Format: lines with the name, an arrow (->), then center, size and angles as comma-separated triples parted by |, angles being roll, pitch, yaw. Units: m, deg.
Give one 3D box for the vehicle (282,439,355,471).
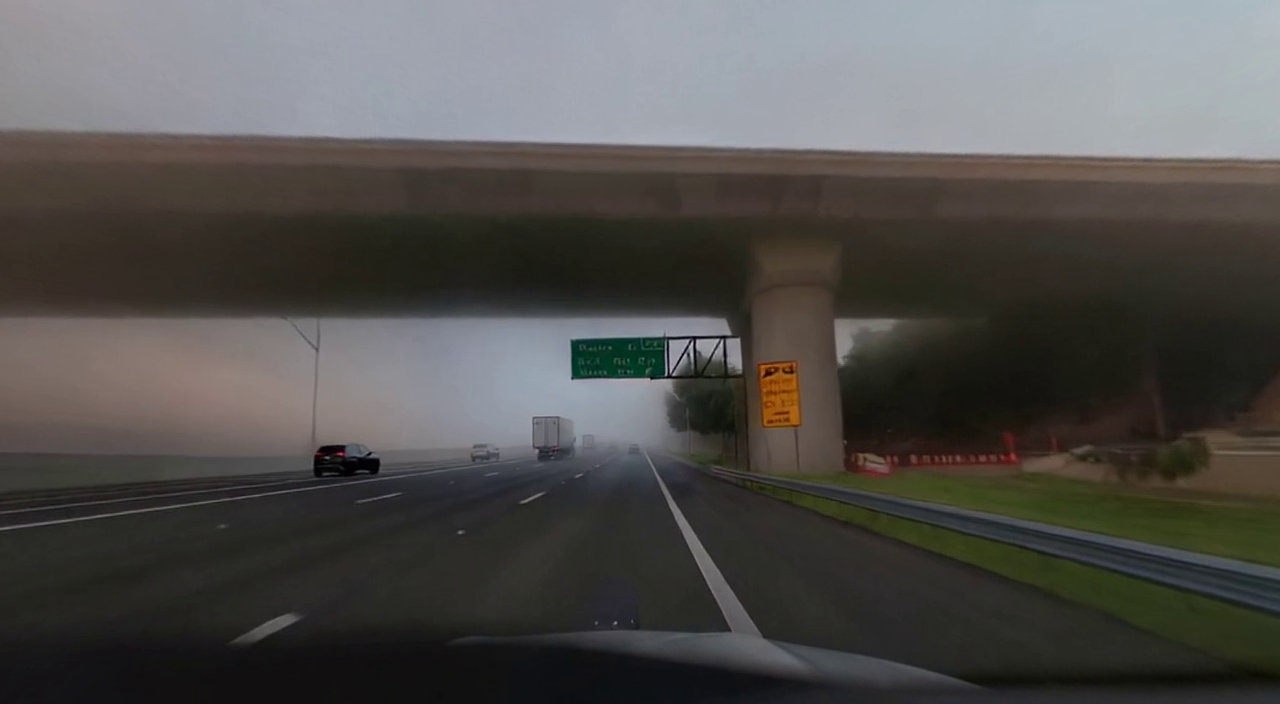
vehicle -> -18.919, 6.065, 37.427 | 1.932, 1.752, 4.541 | 0, -8, 0
